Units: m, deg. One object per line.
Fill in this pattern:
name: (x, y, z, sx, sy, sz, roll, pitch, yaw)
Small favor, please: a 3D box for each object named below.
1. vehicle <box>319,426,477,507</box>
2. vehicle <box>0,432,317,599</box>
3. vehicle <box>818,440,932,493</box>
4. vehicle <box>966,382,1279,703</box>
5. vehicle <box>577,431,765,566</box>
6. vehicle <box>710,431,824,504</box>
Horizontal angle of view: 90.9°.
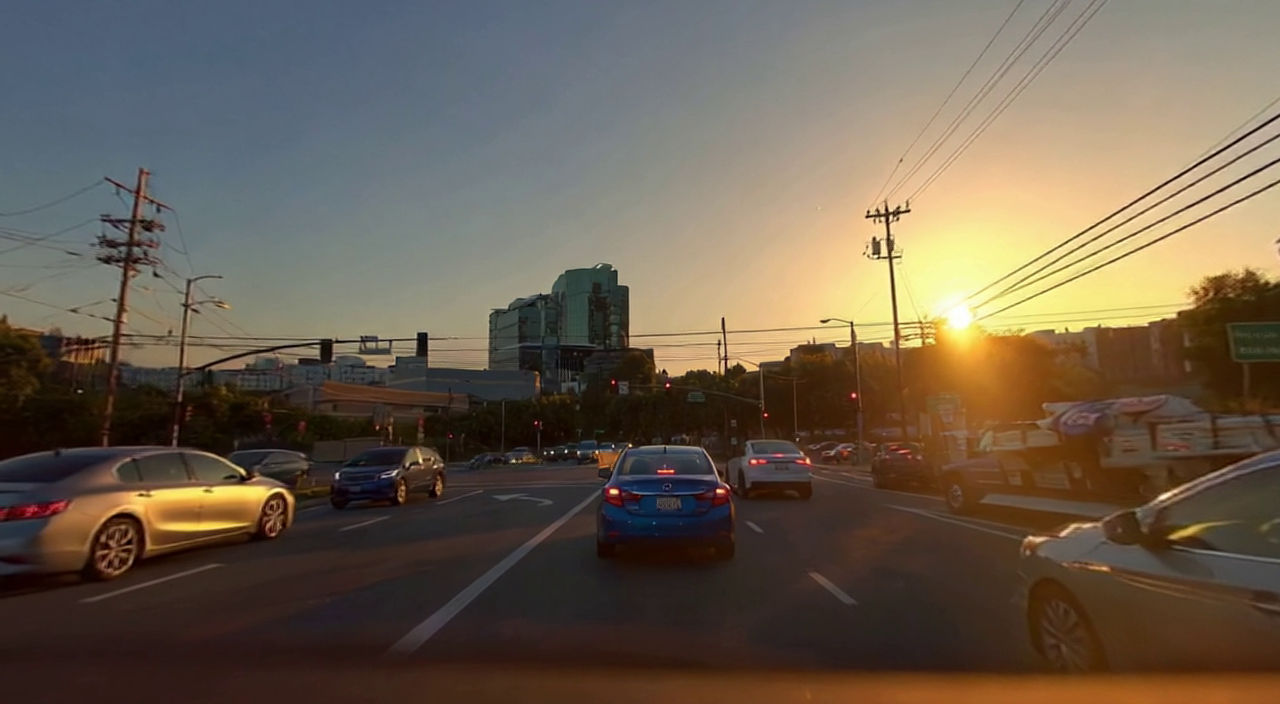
vehicle: (-6.239, 3.005, 17.106, 2.070, 1.824, 5.196, -1, -8, 2)
vehicle: (-6.404, 1.831, 8.112, 1.955, 1.497, 4.639, -1, -8, 1)
vehicle: (7.271, 3.557, 20.057, 1.867, 1.459, 4.436, 0, -8, -1)
vehicle: (3.101, 0.856, 2.073, 1.870, 1.523, 4.096, 0, -8, 0)
vehicle: (0.328, 1.939, 9.129, 2.109, 1.483, 3.964, 0, -8, -1)
vehicle: (3.239, 3.039, 17.094, 2.042, 1.676, 4.364, 0, -8, -2)
